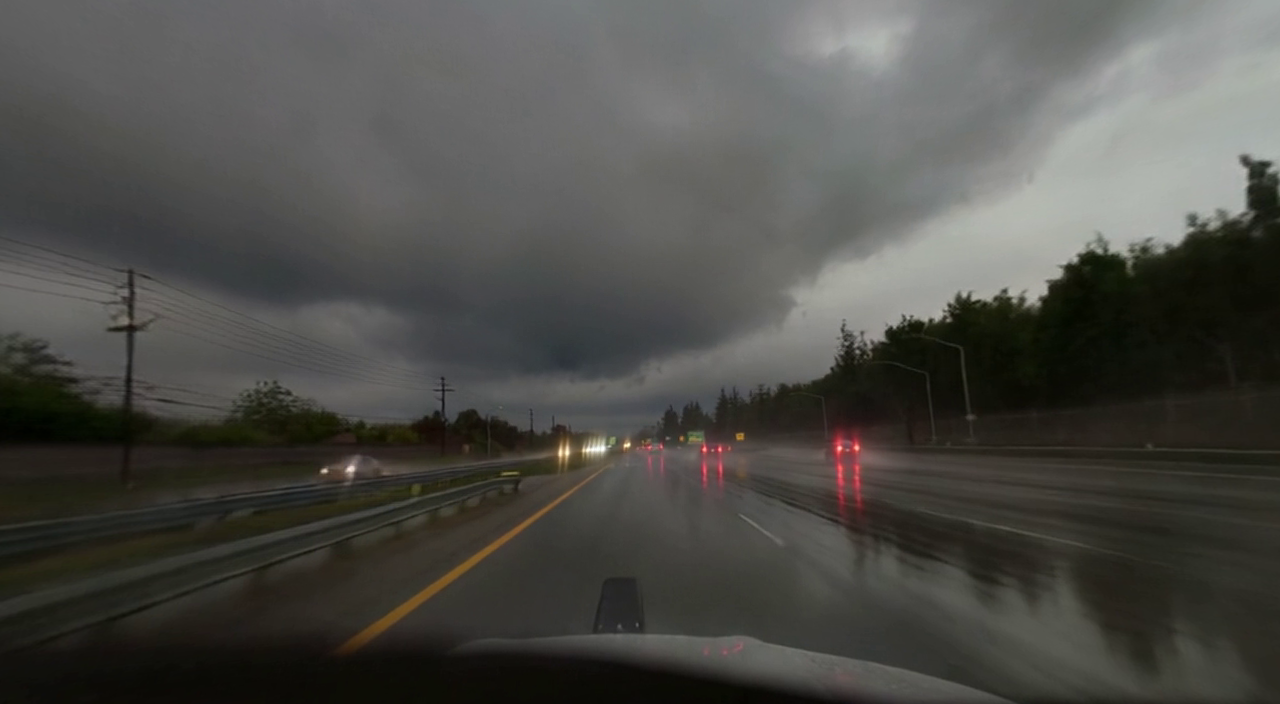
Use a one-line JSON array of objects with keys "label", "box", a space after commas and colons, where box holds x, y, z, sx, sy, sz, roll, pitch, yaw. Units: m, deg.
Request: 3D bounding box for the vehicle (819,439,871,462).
[{"label": "vehicle", "box": [14.590, 7.049, 45.108, 2.089, 1.484, 4.573, 0, -8, -1]}]

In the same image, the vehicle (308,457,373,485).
[{"label": "vehicle", "box": [-18.662, 7.390, 39.404, 1.897, 1.515, 4.506, -2, -8, 0]}]
